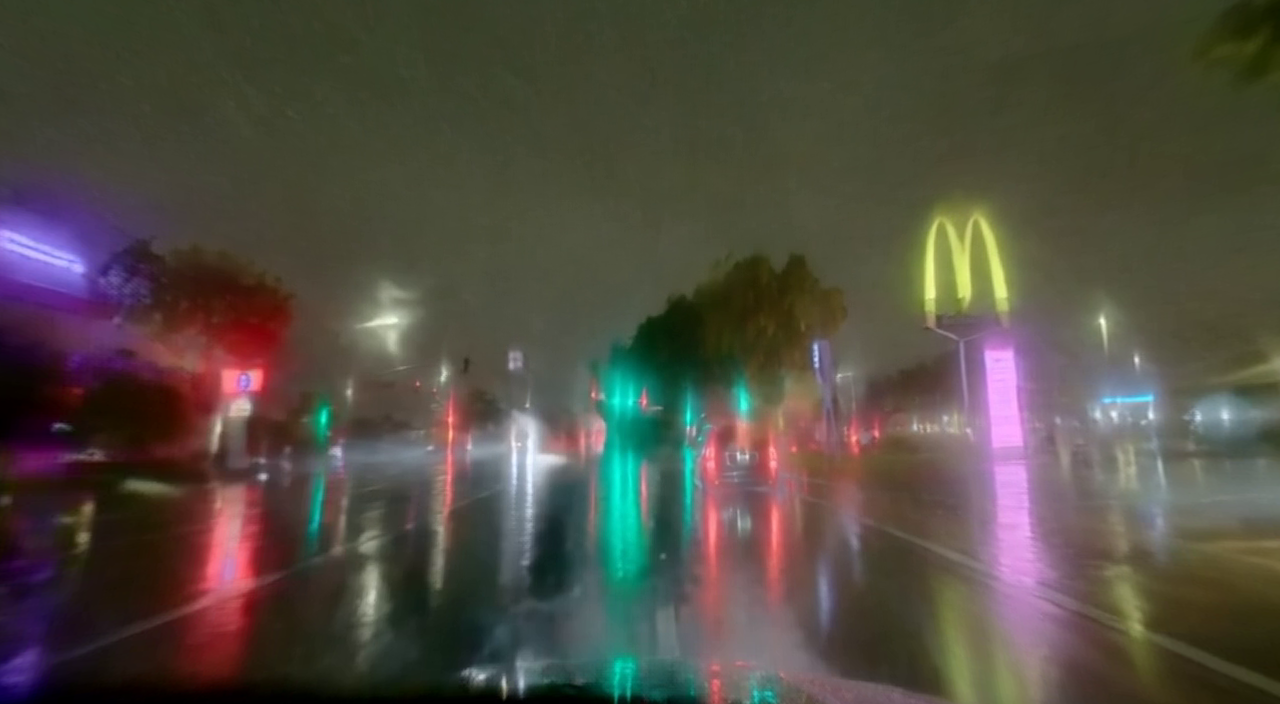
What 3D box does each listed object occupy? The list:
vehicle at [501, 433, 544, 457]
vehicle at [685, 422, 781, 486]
[{"bbox_3d":[-7.665,6.148,41.692,1.924,1.458,4.448,0,-8,1],"label":"vehicle"},{"bbox_3d":[2.633,3.028,18.976,2.230,1.683,4.204,0,-8,0],"label":"vehicle"}]
